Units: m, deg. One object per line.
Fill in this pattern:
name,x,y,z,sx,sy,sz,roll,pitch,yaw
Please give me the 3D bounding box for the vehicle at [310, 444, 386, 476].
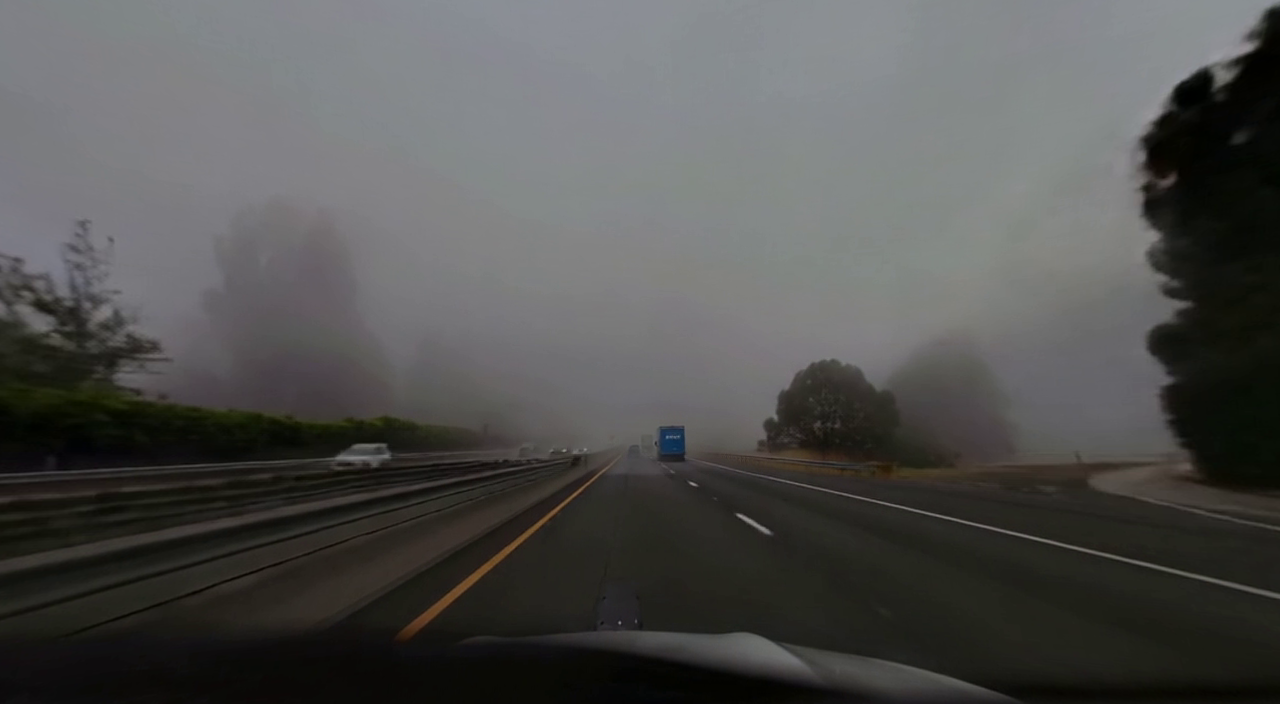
vehicle,-14.480,5.365,31.420,1.803,1.483,3.982,-1,-9,1
